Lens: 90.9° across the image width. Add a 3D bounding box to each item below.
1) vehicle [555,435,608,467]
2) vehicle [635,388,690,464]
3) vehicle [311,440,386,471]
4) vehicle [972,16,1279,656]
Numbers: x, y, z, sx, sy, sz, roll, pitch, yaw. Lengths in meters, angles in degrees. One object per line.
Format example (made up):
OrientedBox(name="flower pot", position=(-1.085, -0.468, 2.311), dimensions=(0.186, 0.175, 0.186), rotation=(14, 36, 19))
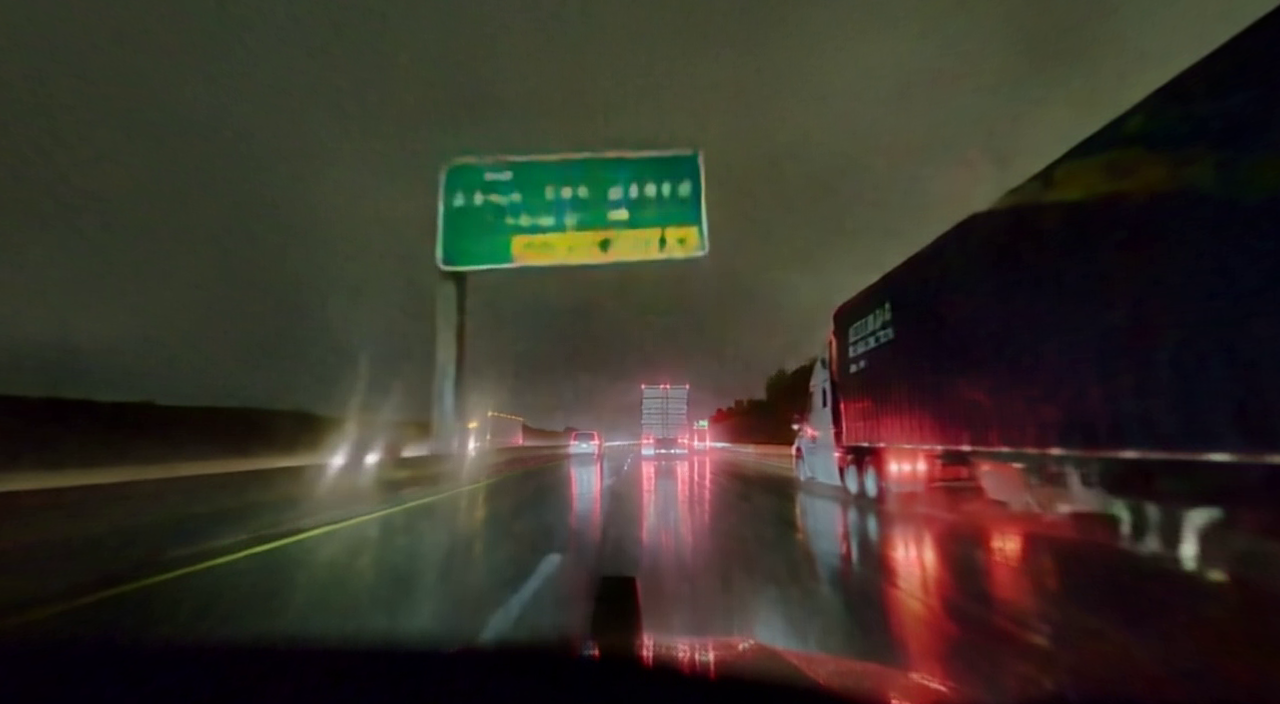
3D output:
OrientedBox(name="vehicle", position=(-2.976, 5.182, 33.319), dimensions=(2.208, 1.542, 5.138), rotation=(0, -8, 1))
OrientedBox(name="vehicle", position=(1.364, 4.864, 40.682), dimensions=(2.966, 4.072, 13.408), rotation=(0, -8, 1))
OrientedBox(name="vehicle", position=(-14.700, 5.206, 32.023), dimensions=(1.924, 1.440, 3.790), rotation=(0, -8, 1))
OrientedBox(name="vehicle", position=(5.468, -0.188, 3.316), dimensions=(2.873, 3.998, 8.286), rotation=(0, -8, 0))
